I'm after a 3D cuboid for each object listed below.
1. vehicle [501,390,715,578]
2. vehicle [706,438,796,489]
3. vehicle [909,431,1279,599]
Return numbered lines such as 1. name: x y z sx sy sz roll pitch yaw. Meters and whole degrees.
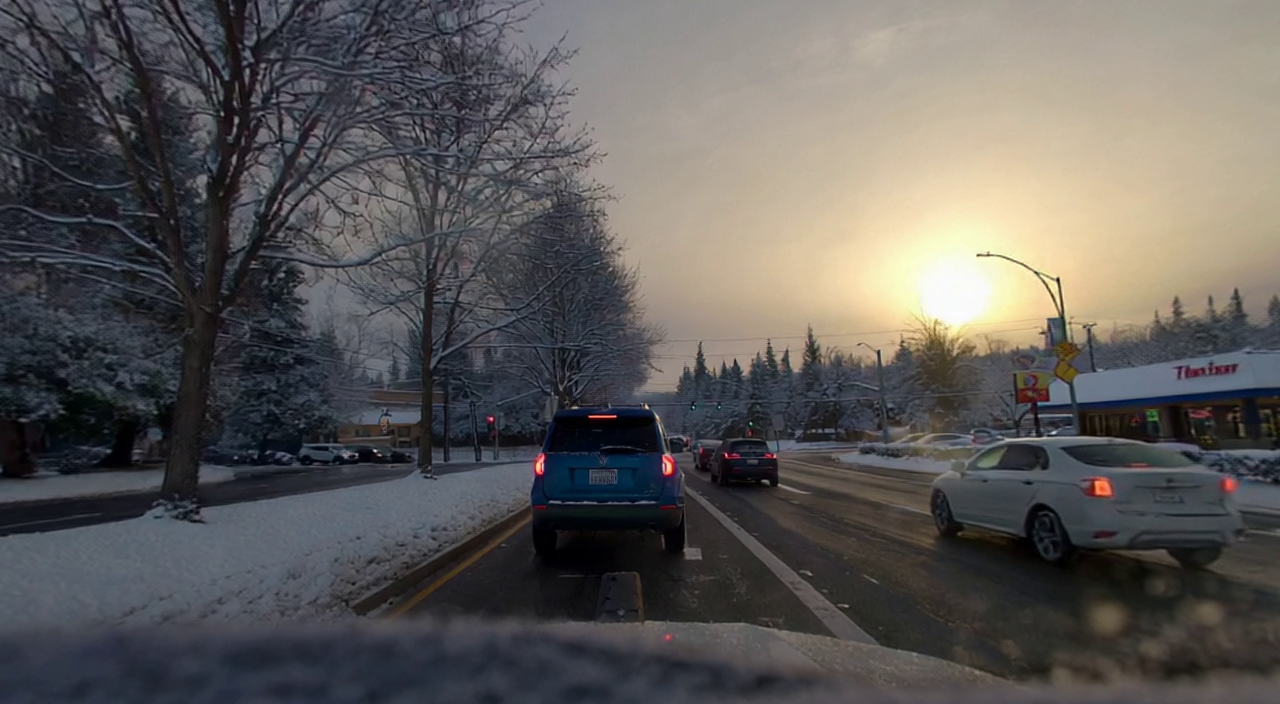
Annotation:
1. vehicle: -0.290 1.650 8.647 2.096 1.837 4.687 0 -9 1
2. vehicle: 3.685 3.795 21.950 2.098 1.555 4.778 0 -9 -2
3. vehicle: 5.392 1.806 8.025 1.930 1.478 4.643 0 -9 1
